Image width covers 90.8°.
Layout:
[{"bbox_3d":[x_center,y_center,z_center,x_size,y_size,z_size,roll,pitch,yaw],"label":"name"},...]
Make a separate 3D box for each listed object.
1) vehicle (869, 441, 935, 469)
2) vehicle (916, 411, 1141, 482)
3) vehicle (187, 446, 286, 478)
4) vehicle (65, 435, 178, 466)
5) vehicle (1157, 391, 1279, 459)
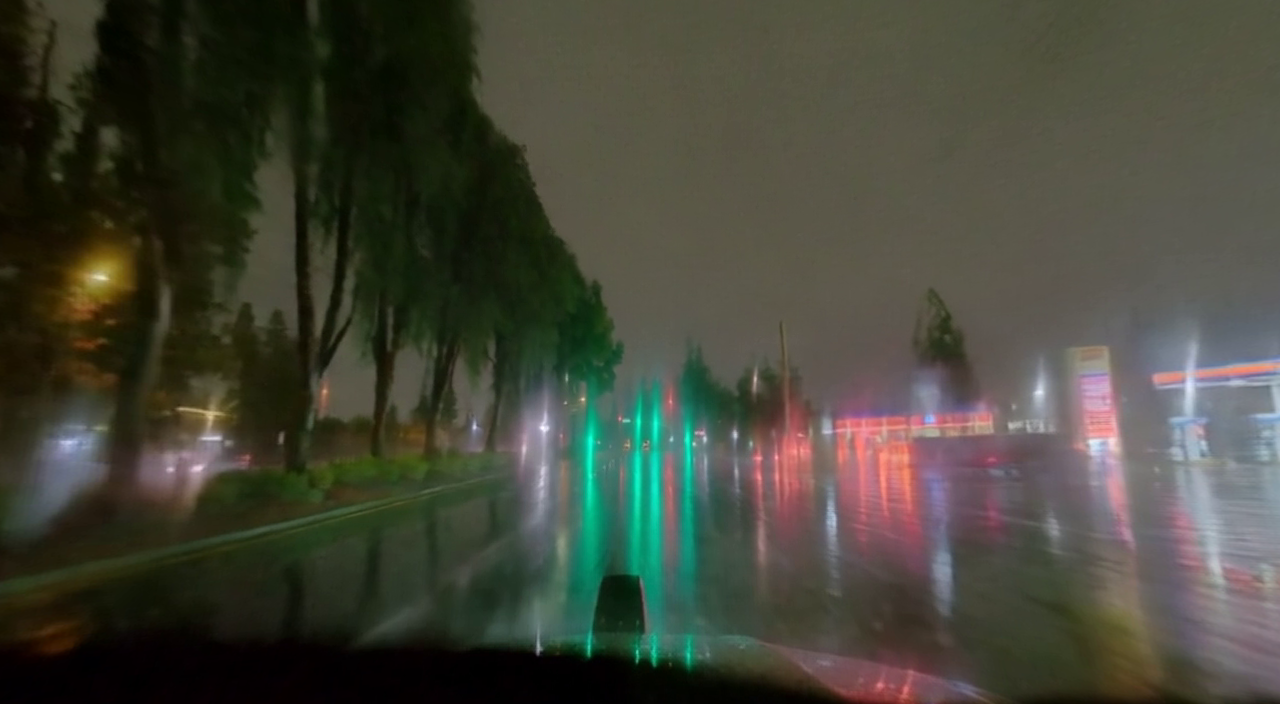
[{"bbox_3d":[14.837,5.840,36.042,1.920,1.471,4.516,0,-8,1],"label":"vehicle"},{"bbox_3d":[13.312,3.286,22.058,6.063,2.313,2.534,0,-8,1],"label":"vehicle"},{"bbox_3d":[-20.122,5.461,31.753,1.846,1.461,4.674,0,-8,1],"label":"vehicle"},{"bbox_3d":[-35.884,6.815,44.042,2.667,1.929,6.076,-1,-8,0],"label":"vehicle"},{"bbox_3d":[38.035,4.427,37.753,11.260,3.858,3.063,0,-9,0],"label":"vehicle"}]
